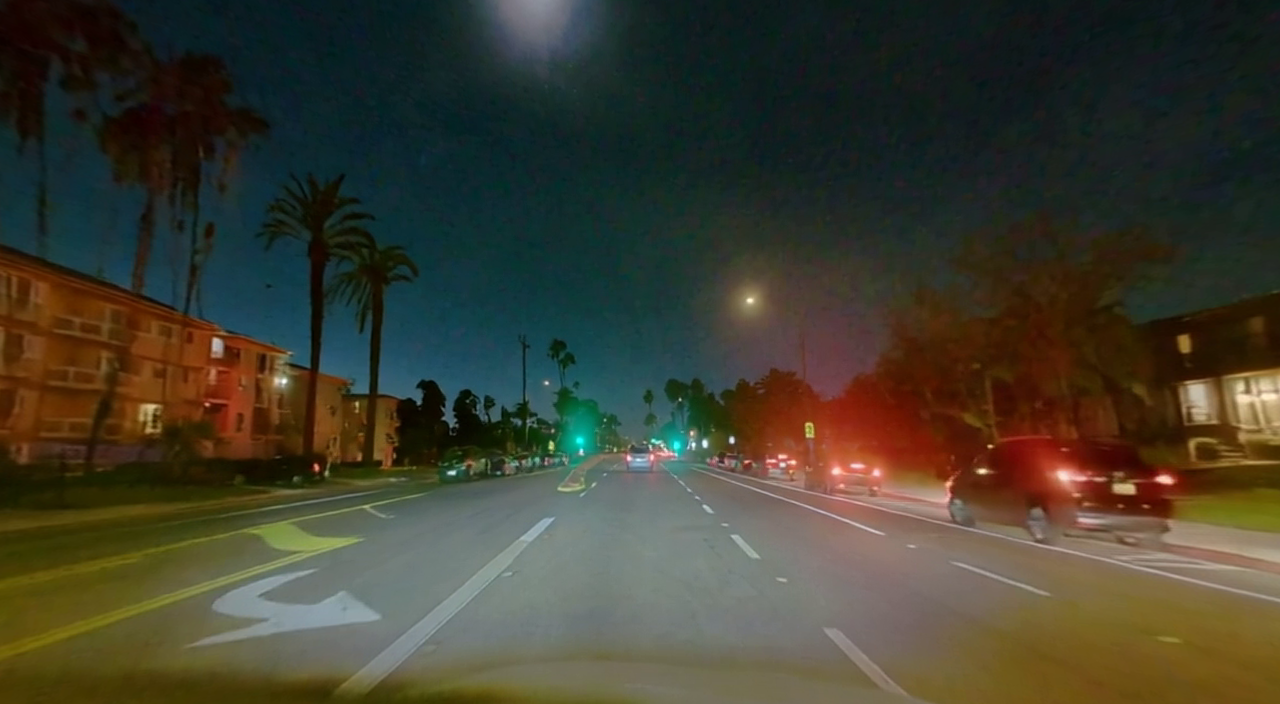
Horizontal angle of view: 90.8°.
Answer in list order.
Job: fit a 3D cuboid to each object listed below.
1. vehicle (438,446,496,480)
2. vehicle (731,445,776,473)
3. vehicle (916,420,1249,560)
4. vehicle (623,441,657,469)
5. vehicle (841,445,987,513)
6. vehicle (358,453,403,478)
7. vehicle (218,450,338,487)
[{"bbox_3d":[-11.525,7.432,42.527,2.157,1.969,5.725,-3,-9,1],"label":"vehicle"},{"bbox_3d":[7.338,6.931,41.261,2.024,1.687,4.477,0,-8,-1],"label":"vehicle"},{"bbox_3d":[7.029,2.222,11.104,2.035,1.822,5.449,-1,-8,2],"label":"vehicle"},{"bbox_3d":[-0.035,7.224,44.365,2.248,1.833,4.798,0,-8,-1],"label":"vehicle"},{"bbox_3d":[6.927,3.219,16.612,1.842,1.515,4.653,-1,-8,1],"label":"vehicle"},{"bbox_3d":[-17.178,7.495,42.063,1.847,1.507,4.632,1,-9,-11],"label":"vehicle"},{"bbox_3d":[-17.698,5.704,31.066,4.683,1.686,1.950,-1,-8,2],"label":"vehicle"}]
